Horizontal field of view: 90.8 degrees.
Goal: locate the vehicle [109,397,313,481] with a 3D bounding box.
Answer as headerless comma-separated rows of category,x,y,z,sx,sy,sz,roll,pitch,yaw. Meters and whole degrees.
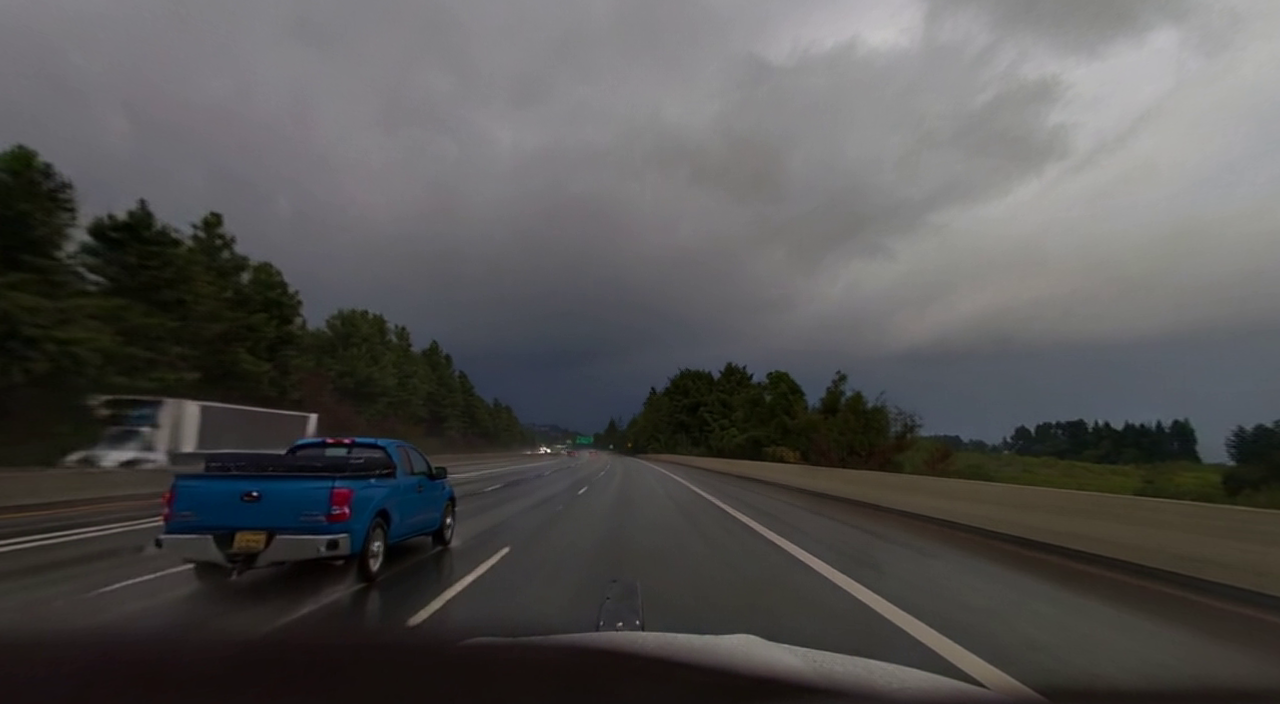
vehicle,-26.270,5.694,40.406,3.306,4.413,14.361,0,-9,-2

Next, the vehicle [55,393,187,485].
vehicle,-26.075,4.401,31.947,3.420,4.386,3.412,0,-9,-1
